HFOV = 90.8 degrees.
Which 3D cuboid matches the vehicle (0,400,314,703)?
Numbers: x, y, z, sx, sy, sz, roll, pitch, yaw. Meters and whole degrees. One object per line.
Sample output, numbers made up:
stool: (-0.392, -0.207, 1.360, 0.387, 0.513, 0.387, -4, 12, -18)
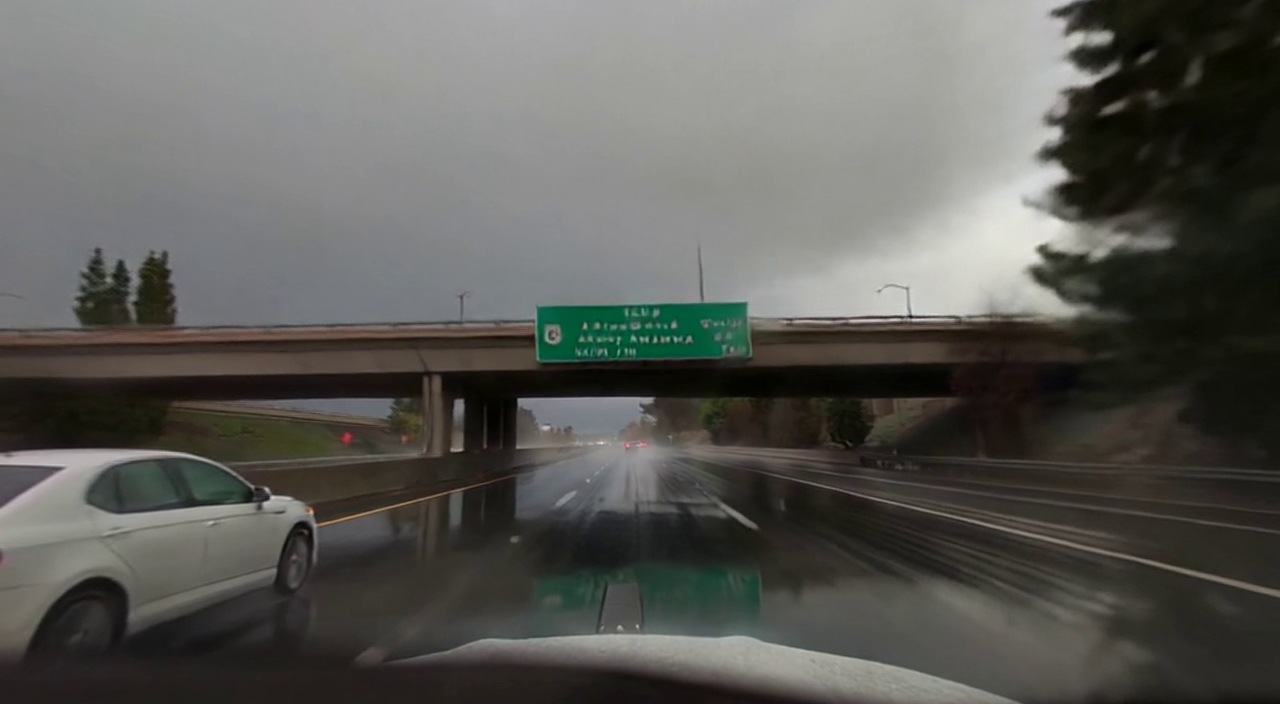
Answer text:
vehicle: (-3.927, 1.085, 3.412, 2.050, 1.547, 4.266, 0, -8, 0)
